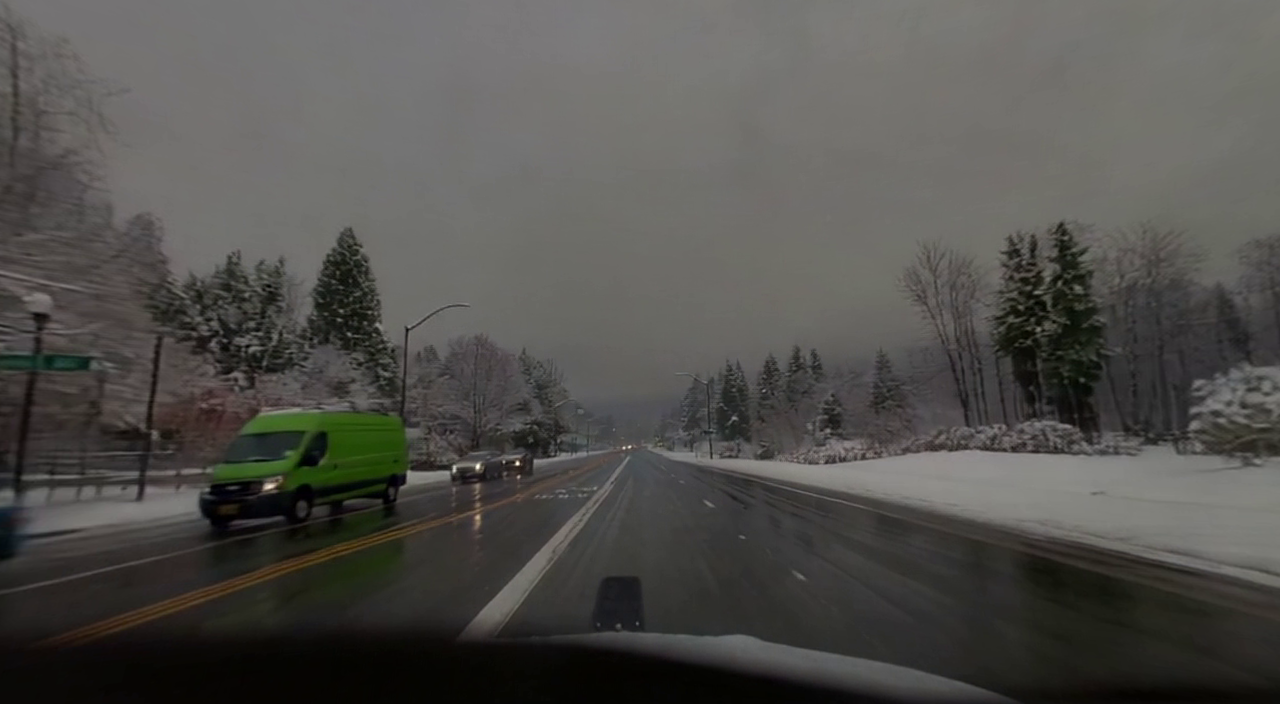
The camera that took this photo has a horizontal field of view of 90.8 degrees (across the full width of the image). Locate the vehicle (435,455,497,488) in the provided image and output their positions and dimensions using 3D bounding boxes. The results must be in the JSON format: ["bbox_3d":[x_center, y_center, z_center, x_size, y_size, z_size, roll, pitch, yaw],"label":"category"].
[{"bbox_3d":[-8.853,6.097,32.564,1.959,1.469,4.369,0,-9,0],"label":"vehicle"}]

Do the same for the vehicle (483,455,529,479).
[{"bbox_3d":[-8.816,7.606,41.989,1.940,1.452,4.441,-1,-9,2],"label":"vehicle"}]

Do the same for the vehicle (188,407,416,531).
[{"bbox_3d":[-8.789,3.126,17.597,2.617,2.736,6.621,0,-9,0],"label":"vehicle"}]
